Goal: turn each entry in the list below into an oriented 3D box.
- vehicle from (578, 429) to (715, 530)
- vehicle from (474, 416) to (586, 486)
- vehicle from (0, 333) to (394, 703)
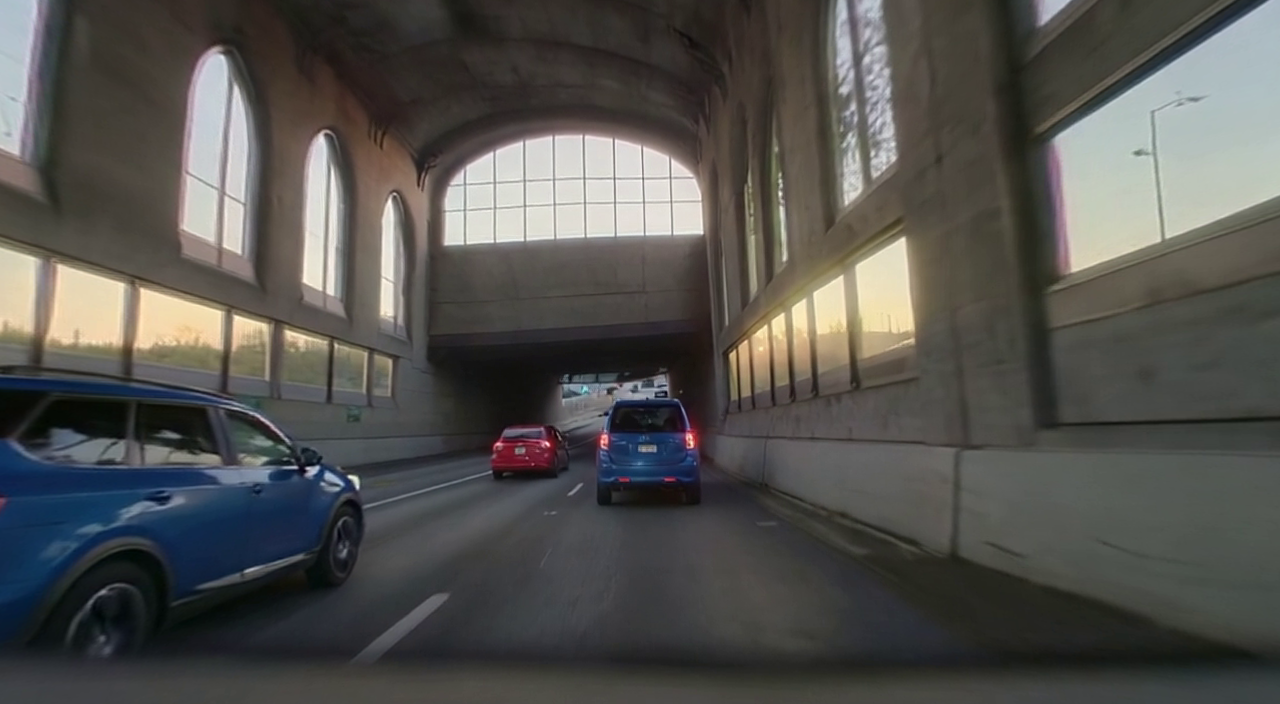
[{"bbox_3d":[0.130,2.191,11.403,2.020,1.478,4.092,0,-8,1],"label":"vehicle"},{"bbox_3d":[-3.321,3.185,20.462,2.329,1.948,5.800,-1,-8,3],"label":"vehicle"},{"bbox_3d":[-3.534,1.037,3.997,2.017,1.761,4.572,0,-8,1],"label":"vehicle"}]
